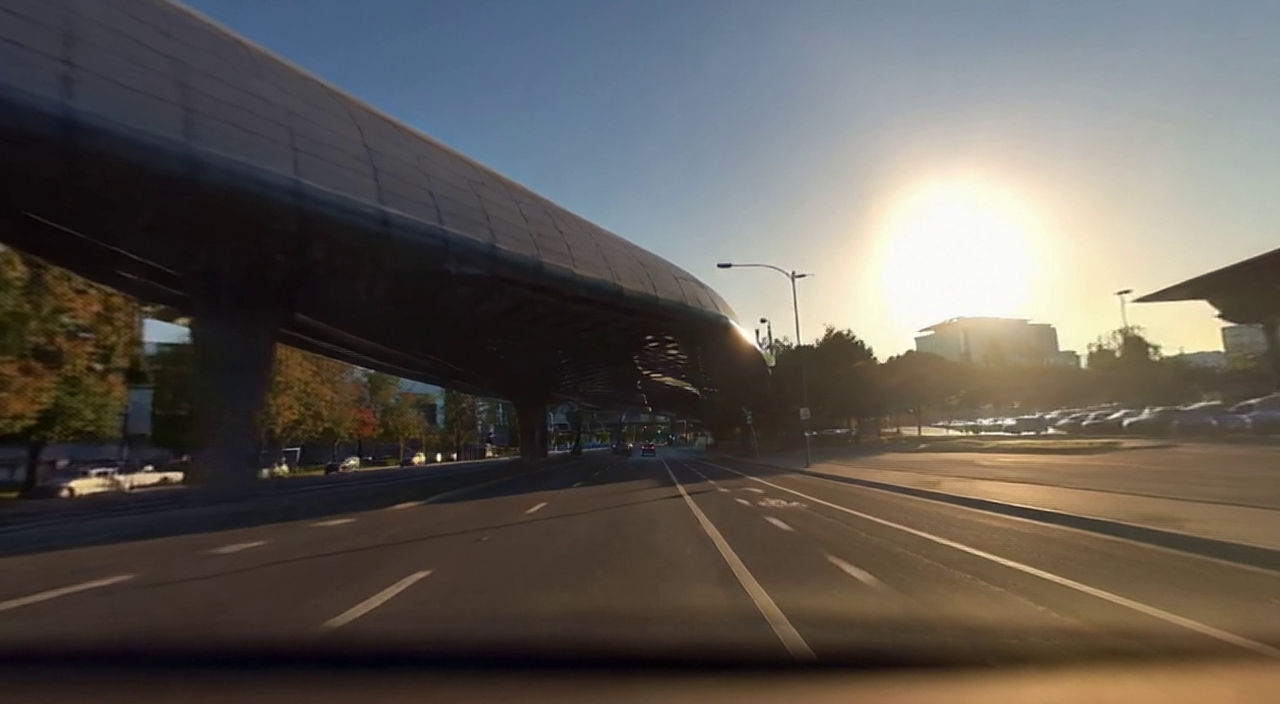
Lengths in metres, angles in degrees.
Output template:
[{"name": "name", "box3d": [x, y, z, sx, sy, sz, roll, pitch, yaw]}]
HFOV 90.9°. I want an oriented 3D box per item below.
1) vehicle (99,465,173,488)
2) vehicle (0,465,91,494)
[{"name": "vehicle", "box3d": [-37.456, 9.256, 47.005, 1.815, 1.467, 4.436, 0, -8, 0]}, {"name": "vehicle", "box3d": [-37.539, 8.021, 39.859, 1.819, 1.589, 4.040, 0, -8, 1]}]
